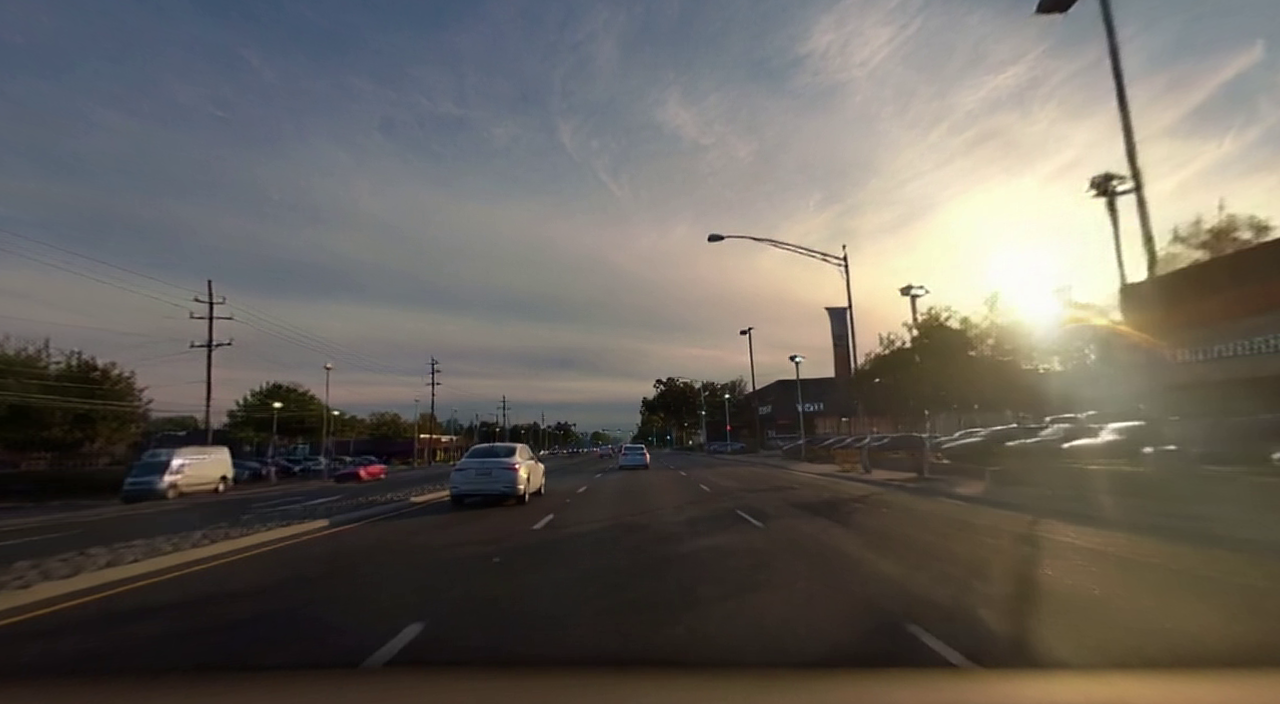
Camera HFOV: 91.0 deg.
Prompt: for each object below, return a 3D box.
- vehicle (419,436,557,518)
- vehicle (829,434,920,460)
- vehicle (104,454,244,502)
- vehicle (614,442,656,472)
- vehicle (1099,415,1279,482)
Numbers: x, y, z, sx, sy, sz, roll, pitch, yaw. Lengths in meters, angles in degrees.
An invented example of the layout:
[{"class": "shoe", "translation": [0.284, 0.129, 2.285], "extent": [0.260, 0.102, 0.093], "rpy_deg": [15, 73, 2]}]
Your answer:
[{"class": "vehicle", "translation": [-3.133, 2.662, 13.960], "extent": [1.939, 1.496, 4.309], "rpy_deg": [0, -9, 0]}, {"class": "vehicle", "translation": [13.962, 5.662, 37.657], "extent": [4.630, 1.497, 2.016], "rpy_deg": [0, -9, 0]}, {"class": "vehicle", "translation": [-23.106, 6.205, 31.684], "extent": [2.416, 2.082, 6.190], "rpy_deg": [0, -9, -2]}, {"class": "vehicle", "translation": [-0.267, 5.415, 32.741], "extent": [2.019, 1.459, 4.005], "rpy_deg": [0, -9, -1]}, {"class": "vehicle", "translation": [14.468, 2.401, 15.748], "extent": [4.307, 1.552, 2.063], "rpy_deg": [0, -9, 0]}]
